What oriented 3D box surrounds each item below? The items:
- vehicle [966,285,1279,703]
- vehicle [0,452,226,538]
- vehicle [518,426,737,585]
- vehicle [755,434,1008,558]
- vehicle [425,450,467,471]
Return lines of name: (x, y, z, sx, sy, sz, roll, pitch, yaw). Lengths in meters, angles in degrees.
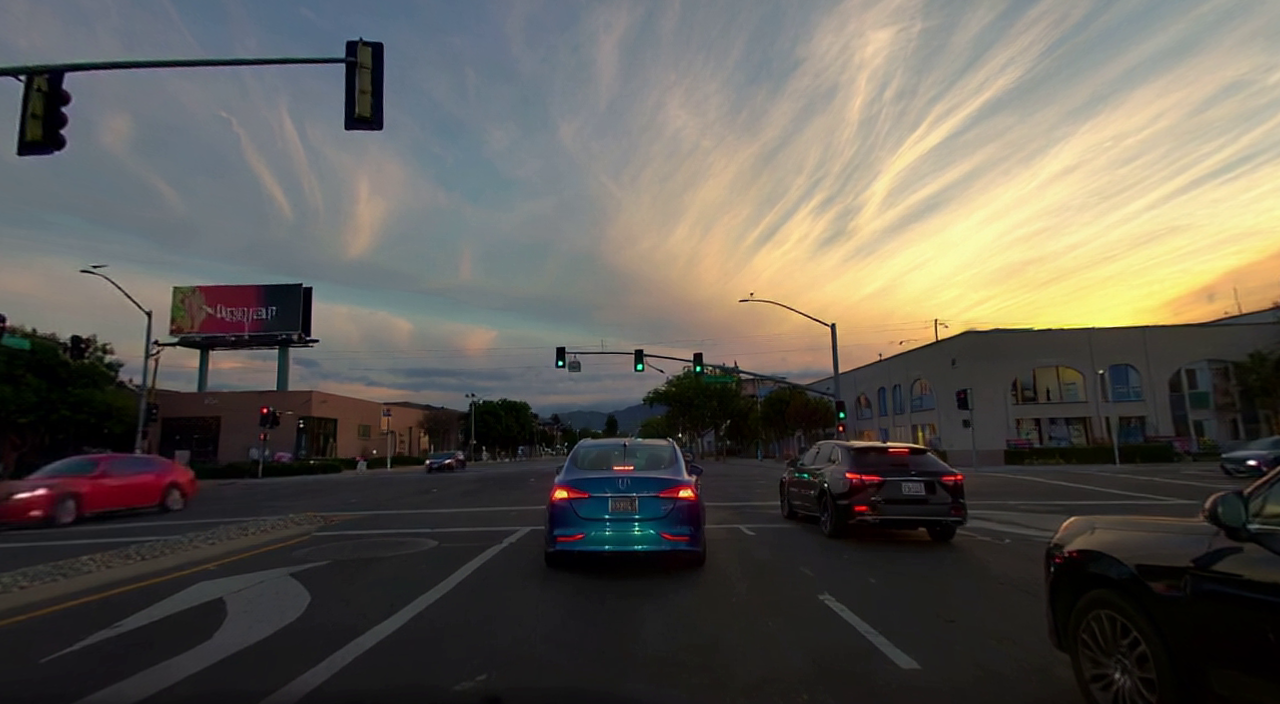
vehicle: (3.015, 0.635, 1.586, 2.047, 1.785, 4.357, 0, -8, 0)
vehicle: (-11.615, 2.992, 13.935, 1.887, 1.516, 4.524, 0, -8, 0)
vehicle: (-0.135, 1.765, 8.073, 2.095, 1.502, 3.873, 0, -8, 0)
vehicle: (3.226, 2.007, 9.625, 2.009, 1.414, 4.416, 0, -8, -2)
vehicle: (-14.683, 8.207, 48.001, 1.817, 1.442, 4.371, 0, -8, 0)
